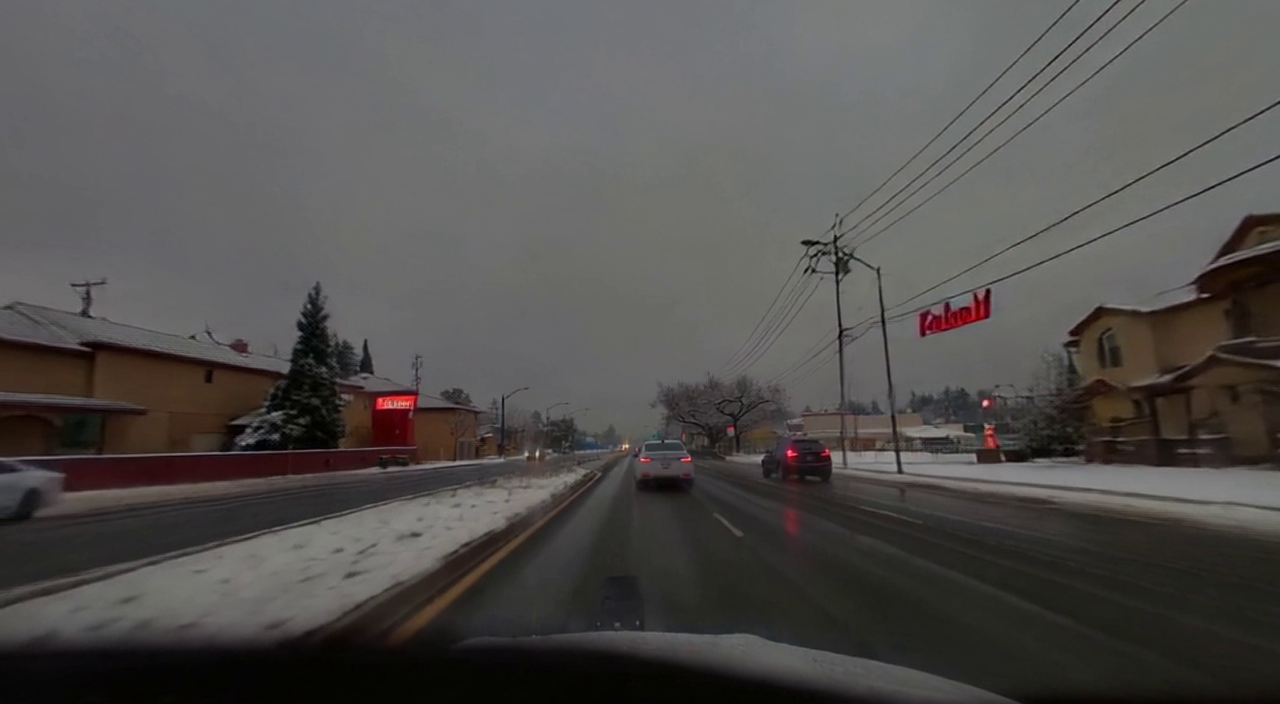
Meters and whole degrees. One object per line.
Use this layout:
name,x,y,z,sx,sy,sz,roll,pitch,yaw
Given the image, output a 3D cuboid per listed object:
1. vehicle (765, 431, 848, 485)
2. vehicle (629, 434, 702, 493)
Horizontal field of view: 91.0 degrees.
vehicle,6.338,4.086,24.523,2.061,1.889,4.268,0,-9,0
vehicle,0.733,3.592,20.644,2.138,1.702,4.168,0,-9,-1
